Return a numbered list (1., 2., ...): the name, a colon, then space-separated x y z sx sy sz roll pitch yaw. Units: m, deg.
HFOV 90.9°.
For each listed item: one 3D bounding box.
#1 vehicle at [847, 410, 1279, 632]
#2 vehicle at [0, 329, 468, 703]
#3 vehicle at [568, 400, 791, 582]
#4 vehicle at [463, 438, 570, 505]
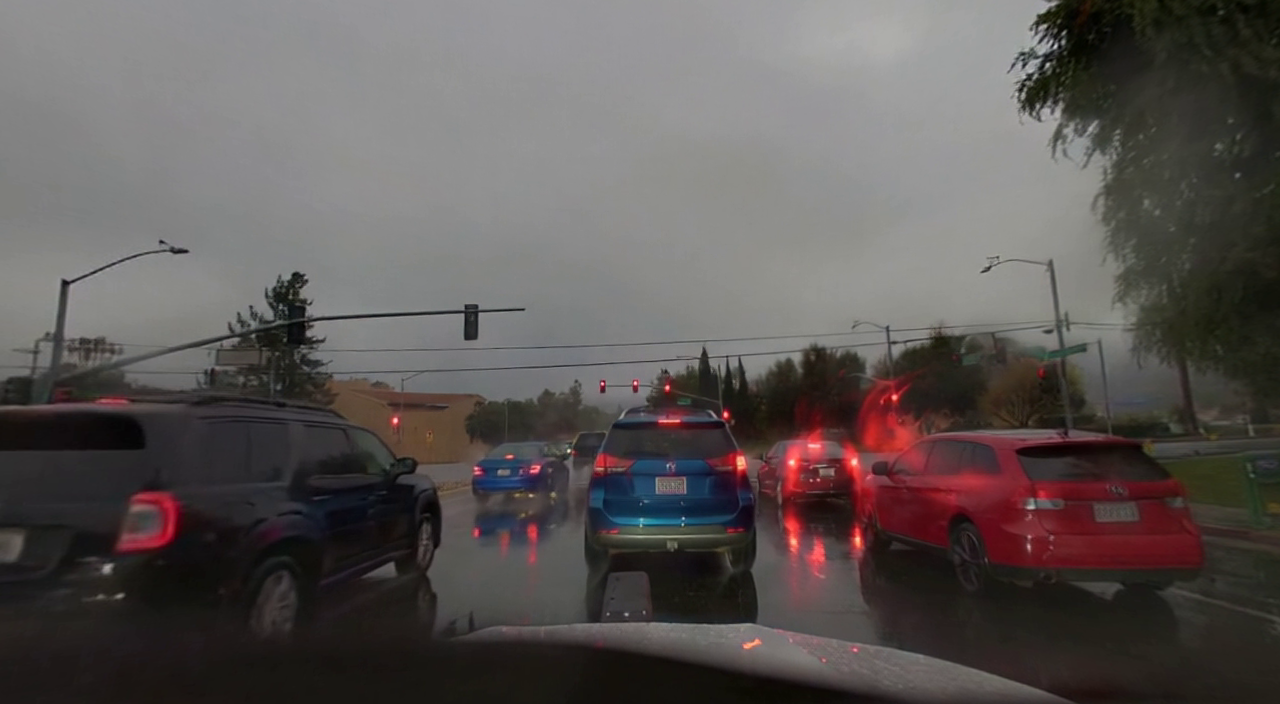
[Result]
1. vehicle: 3.897 1.526 6.654 1.954 1.592 3.992 0 -8 -2
2. vehicle: -3.118 1.164 5.060 2.054 1.814 4.941 0 -8 0
3. vehicle: 0.387 1.679 8.406 2.172 1.764 4.338 0 -8 0
4. vehicle: -3.044 3.033 16.486 1.876 1.497 4.308 0 -8 0
